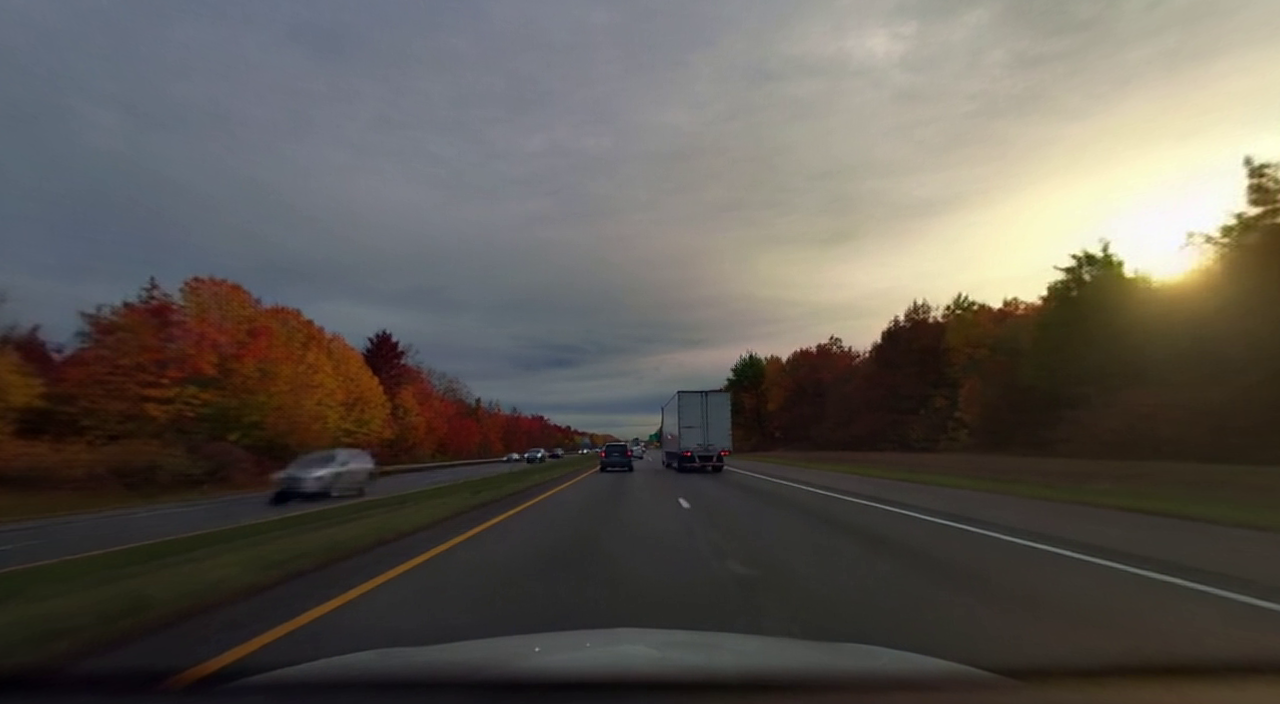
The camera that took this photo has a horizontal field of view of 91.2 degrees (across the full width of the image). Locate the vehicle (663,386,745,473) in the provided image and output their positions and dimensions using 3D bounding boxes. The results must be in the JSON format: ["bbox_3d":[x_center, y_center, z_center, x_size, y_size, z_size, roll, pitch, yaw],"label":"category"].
[{"bbox_3d":[3.254,4.683,36.445,3.068,4.042,13.787,0,-9,-1],"label":"vehicle"}]

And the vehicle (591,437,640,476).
[{"bbox_3d":[-1.084,4.927,29.713,2.151,1.693,4.201,-1,-9,-1],"label":"vehicle"}]

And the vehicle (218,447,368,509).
[{"bbox_3d":[-9.818,3.554,18.168,1.946,1.550,4.142,-1,-9,0],"label":"vehicle"}]
